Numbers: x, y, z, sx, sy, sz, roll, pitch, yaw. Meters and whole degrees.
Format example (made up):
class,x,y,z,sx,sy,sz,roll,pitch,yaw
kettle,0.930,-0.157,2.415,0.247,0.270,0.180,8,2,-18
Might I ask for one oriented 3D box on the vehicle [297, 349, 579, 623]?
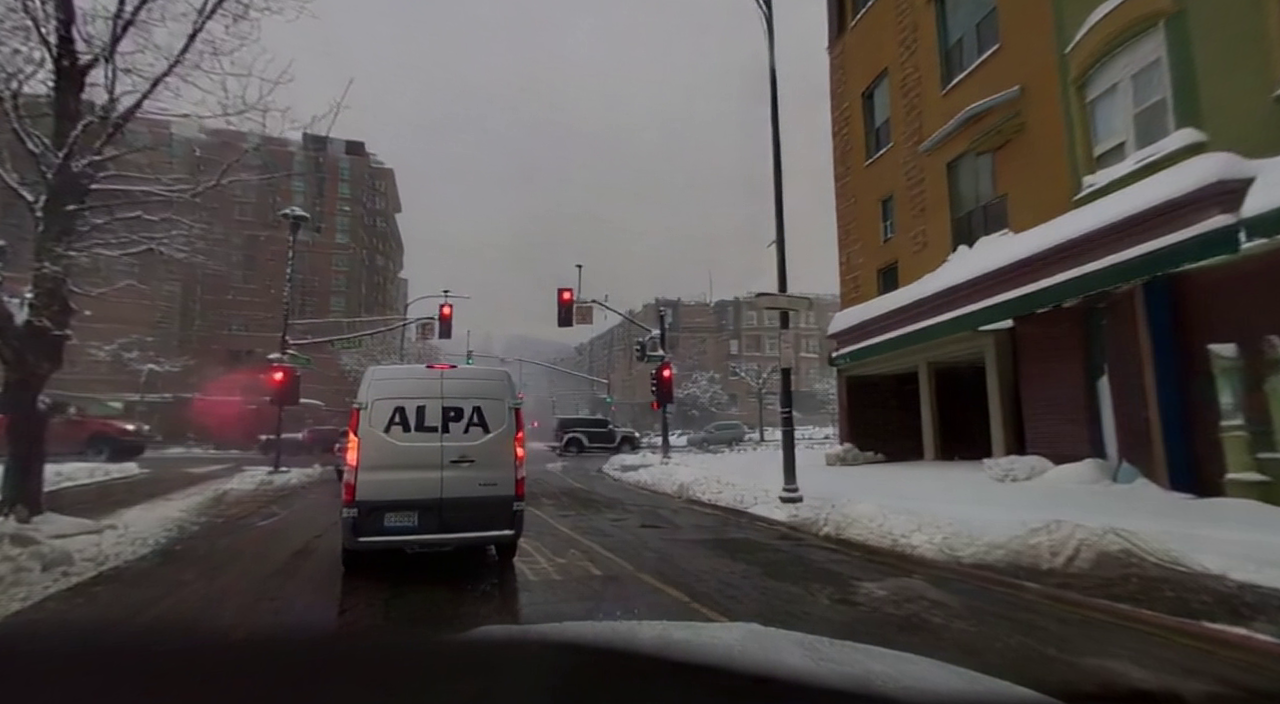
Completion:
class,x,y,z,sx,sy,sz,roll,pitch,yaw
vehicle,-2.044,1.235,6.760,1.951,1.907,4.266,2,-8,-17

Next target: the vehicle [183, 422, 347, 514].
class,x,y,z,sx,sy,sz,roll,pitch,yaw
vehicle,-6.868,2.103,11.957,1.841,1.461,3.426,2,-8,-17

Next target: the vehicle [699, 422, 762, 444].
class,x,y,z,sx,sy,sz,roll,pitch,yaw
vehicle,6.154,5.525,42.929,3.885,1.449,1.757,2,-8,-19

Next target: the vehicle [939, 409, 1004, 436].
class,x,y,z,sx,sy,sz,roll,pitch,yaw
vehicle,22.586,4.837,42.913,4.020,1.572,1.718,5,-10,-23

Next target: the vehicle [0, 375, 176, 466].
class,x,y,z,sx,sy,sz,roll,pitch,yaw
vehicle,-24.238,2.569,23.391,10.606,3.178,3.014,2,-8,-18
